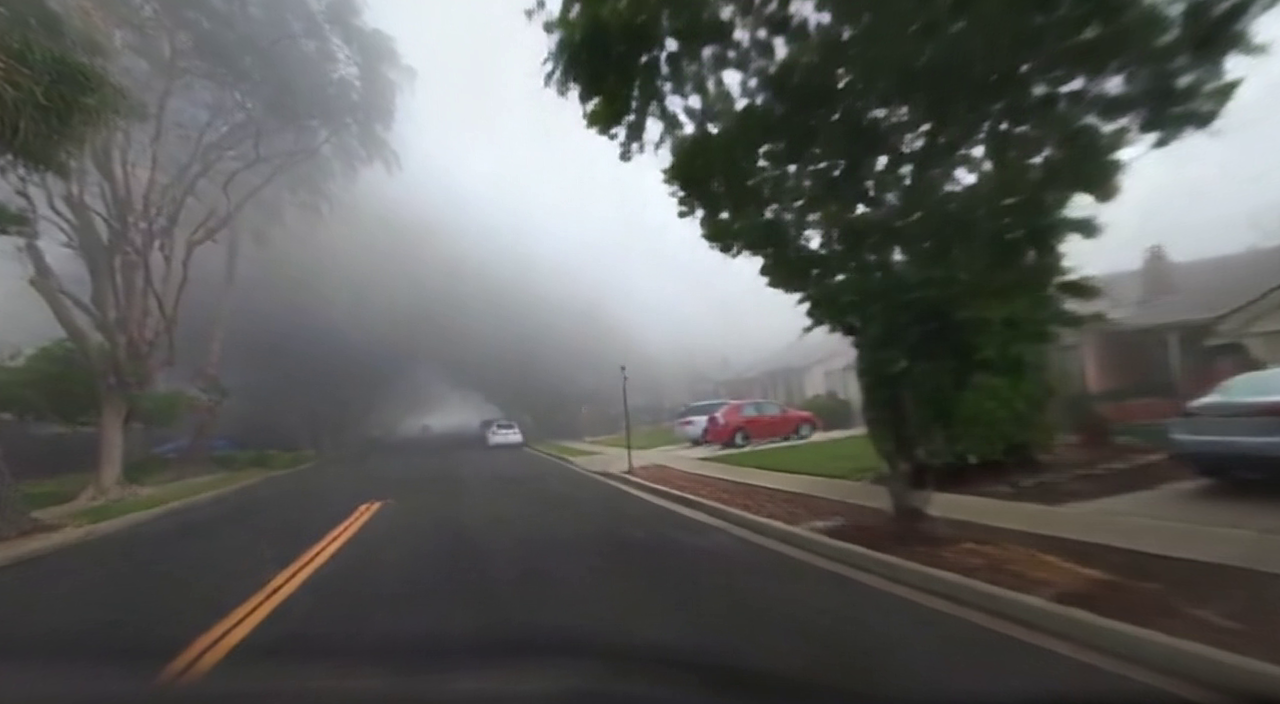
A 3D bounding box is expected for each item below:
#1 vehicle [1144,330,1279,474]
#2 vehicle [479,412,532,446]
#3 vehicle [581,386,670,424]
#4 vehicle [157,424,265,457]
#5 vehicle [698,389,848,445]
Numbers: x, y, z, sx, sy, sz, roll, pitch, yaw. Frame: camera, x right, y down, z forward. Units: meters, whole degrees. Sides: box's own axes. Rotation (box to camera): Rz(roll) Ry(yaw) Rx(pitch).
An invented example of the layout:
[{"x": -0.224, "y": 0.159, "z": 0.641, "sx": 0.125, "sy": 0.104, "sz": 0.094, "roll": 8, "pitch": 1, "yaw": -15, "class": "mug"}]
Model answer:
[{"x": 8.856, "y": 0.652, "z": 7.593, "sx": 4.569, "sy": 1.499, "sz": 1.917, "roll": 2, "pitch": -8, "yaw": -15, "class": "vehicle"}, {"x": -6.638, "y": 3.805, "z": 30.846, "sx": 2.009, "sy": 1.506, "sz": 4.698, "roll": 2, "pitch": -8, "yaw": -17, "class": "vehicle"}, {"x": -0.926, "y": 3.179, "z": 37.877, "sx": 4.861, "sy": 1.911, "sz": 2.181, "roll": 0, "pitch": -12, "yaw": -16, "class": "vehicle"}, {"x": -24.088, "y": 4.996, "z": 35.701, "sx": 4.511, "sy": 1.809, "sz": 2.018, "roll": 2, "pitch": -8, "yaw": -15, "class": "vehicle"}, {"x": 4.202, "y": 2.132, "z": 20.220, "sx": 4.230, "sy": 1.666, "sz": 1.978, "roll": 2, "pitch": -8, "yaw": -15, "class": "vehicle"}]
